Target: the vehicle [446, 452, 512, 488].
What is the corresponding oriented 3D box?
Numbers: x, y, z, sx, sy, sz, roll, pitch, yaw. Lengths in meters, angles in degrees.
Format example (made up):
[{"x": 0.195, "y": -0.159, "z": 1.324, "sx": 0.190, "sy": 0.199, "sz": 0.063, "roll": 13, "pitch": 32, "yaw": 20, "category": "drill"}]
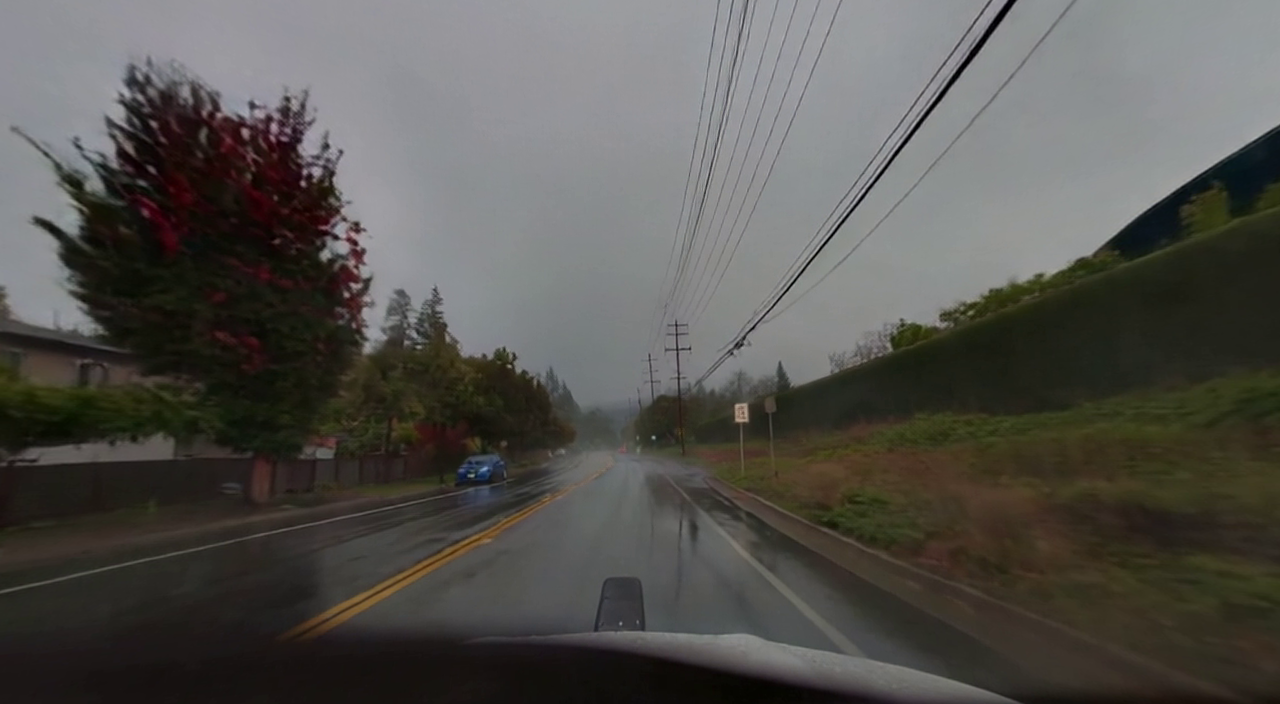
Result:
[{"x": -8.195, "y": 6.019, "z": 32.539, "sx": 2.114, "sy": 1.693, "sz": 4.468, "roll": 0, "pitch": -9, "yaw": 1, "category": "vehicle"}]
